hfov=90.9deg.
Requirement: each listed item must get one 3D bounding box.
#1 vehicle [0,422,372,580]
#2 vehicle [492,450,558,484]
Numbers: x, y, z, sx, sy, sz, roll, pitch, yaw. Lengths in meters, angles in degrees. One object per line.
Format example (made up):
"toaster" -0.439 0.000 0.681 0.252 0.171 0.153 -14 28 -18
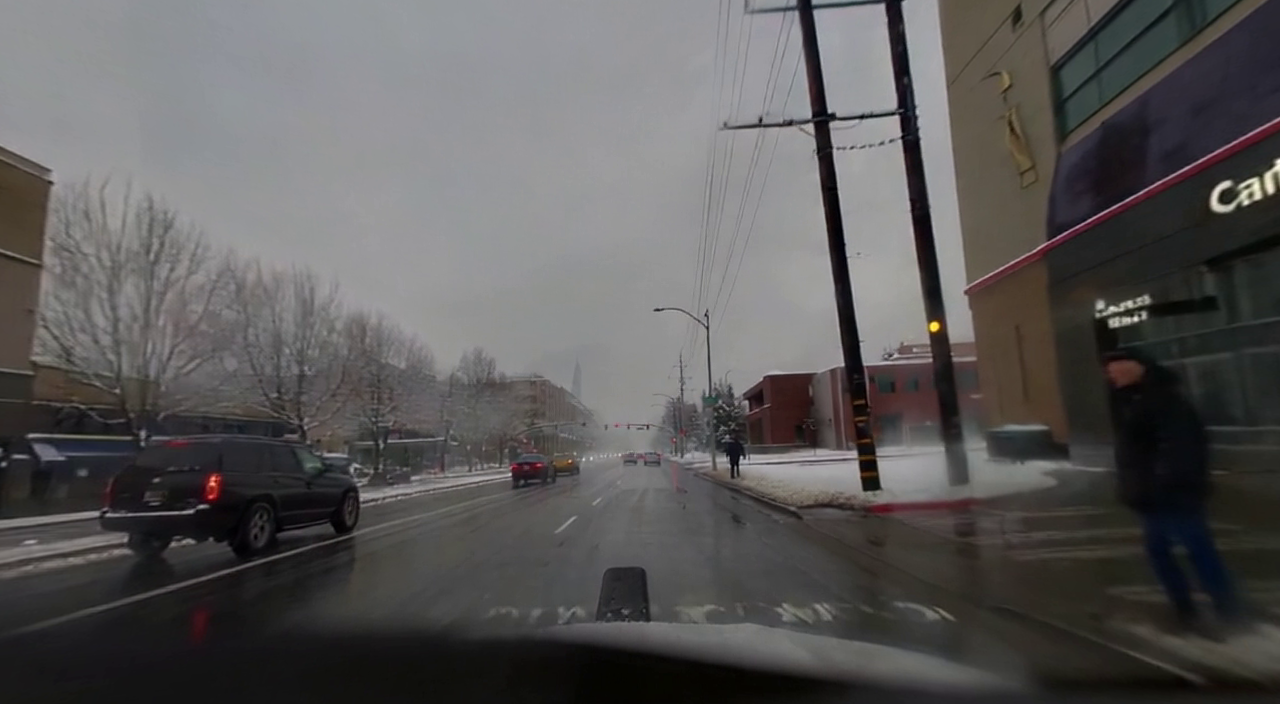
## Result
"vehicle" -6.065 2.017 9.333 2.007 1.698 4.759 0 -9 1
"vehicle" -5.362 5.417 30.017 2.030 1.488 4.650 -1 -9 3
